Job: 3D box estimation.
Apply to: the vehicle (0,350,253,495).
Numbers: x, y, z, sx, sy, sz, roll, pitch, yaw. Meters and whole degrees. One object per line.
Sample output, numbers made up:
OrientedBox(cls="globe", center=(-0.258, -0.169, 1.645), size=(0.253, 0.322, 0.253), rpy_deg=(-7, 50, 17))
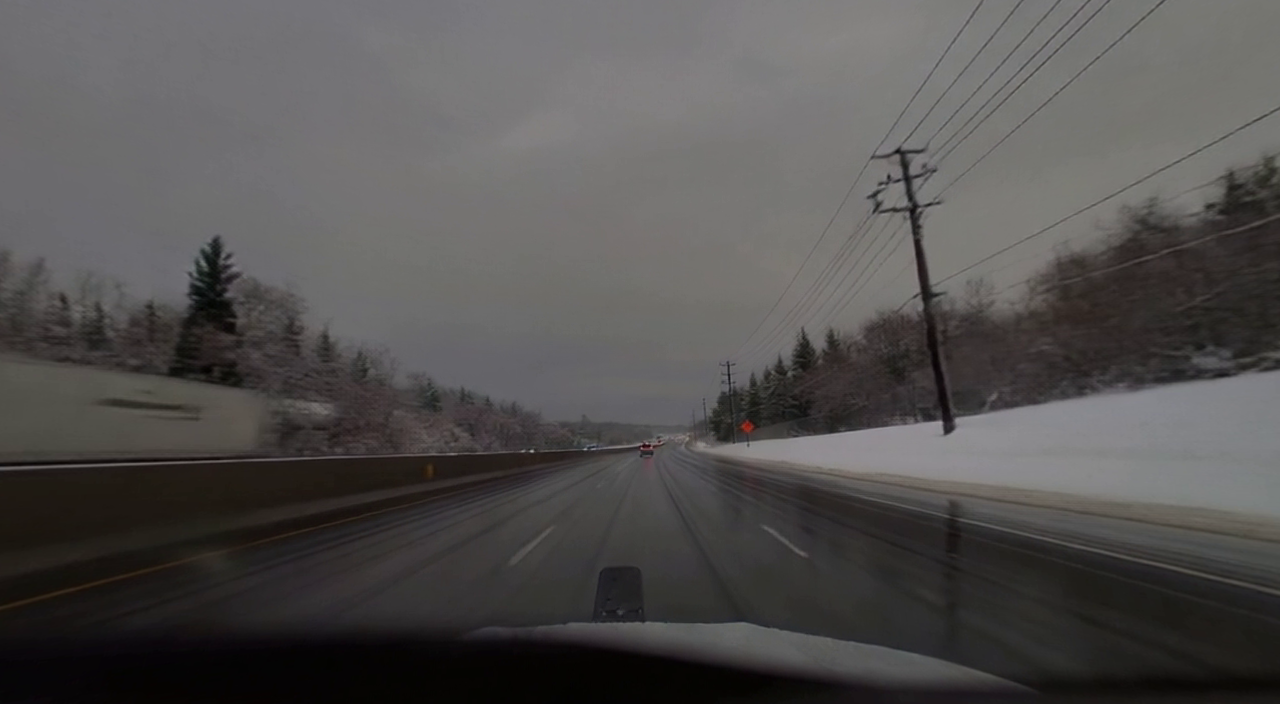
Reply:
OrientedBox(cls="vehicle", center=(-19.354, 2.551, 21.355), size=(2.923, 3.998, 15.120), rpy_deg=(0, -9, 0))
